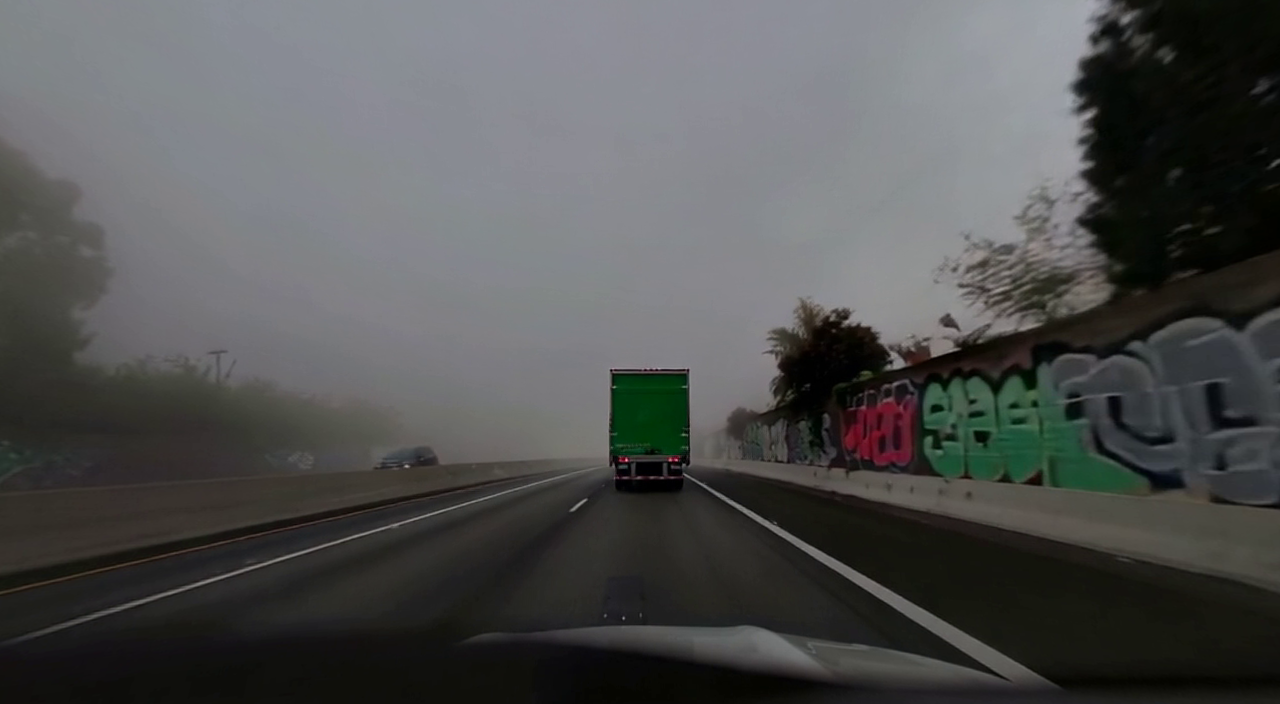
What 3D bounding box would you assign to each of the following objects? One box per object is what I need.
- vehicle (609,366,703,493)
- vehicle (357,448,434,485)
[{"bbox_3d":[0.372,3.181,24.658,2.900,3.955,10.151,0,-9,-1],"label":"vehicle"},{"bbox_3d":[-11.833,5.562,30.872,1.911,1.661,4.392,0,-9,2],"label":"vehicle"}]
